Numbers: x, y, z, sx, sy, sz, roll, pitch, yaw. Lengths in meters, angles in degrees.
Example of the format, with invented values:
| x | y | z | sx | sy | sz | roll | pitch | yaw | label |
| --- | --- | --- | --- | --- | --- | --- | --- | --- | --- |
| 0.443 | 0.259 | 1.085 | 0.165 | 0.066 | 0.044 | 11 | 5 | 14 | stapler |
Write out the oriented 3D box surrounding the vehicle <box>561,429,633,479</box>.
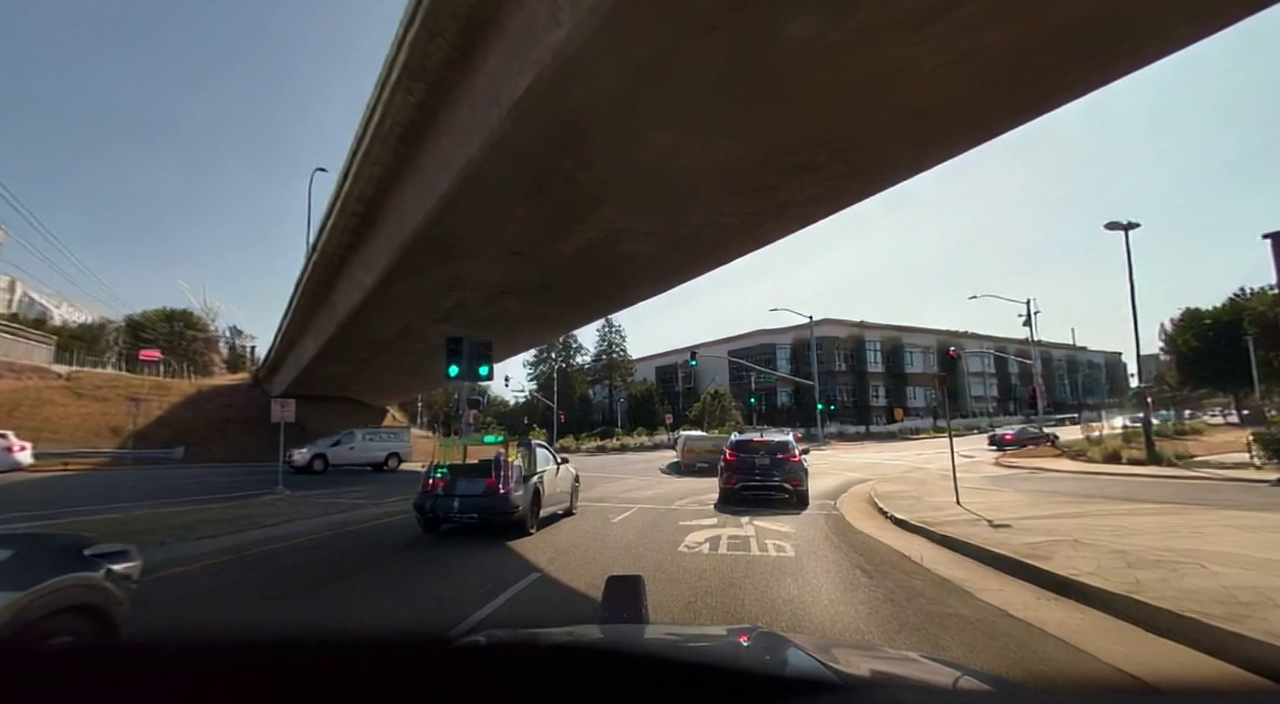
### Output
| x | y | z | sx | sy | sz | roll | pitch | yaw | label |
| --- | --- | --- | --- | --- | --- | --- | --- | --- | --- |
| -1.542 | 3.471 | 21.744 | 2.214 | 1.519 | 4.704 | 1 | -8 | -6 | vehicle |

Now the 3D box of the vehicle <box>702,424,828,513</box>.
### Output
| x | y | z | sx | sy | sz | roll | pitch | yaw | label |
| --- | --- | --- | --- | --- | --- | --- | --- | --- | --- |
| 2.487 | 2.409 | 13.543 | 2.195 | 1.571 | 4.353 | -1 | -8 | 6 | vehicle |

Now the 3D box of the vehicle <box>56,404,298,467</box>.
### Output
| x | y | z | sx | sy | sz | roll | pitch | yaw | label |
| --- | --- | --- | --- | --- | --- | --- | --- | --- | --- |
| -31.291 | 5.852 | 44.223 | 3.136 | 3.659 | 13.988 | -3 | -8 | 21 | vehicle |

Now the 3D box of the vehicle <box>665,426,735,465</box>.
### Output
| x | y | z | sx | sy | sz | roll | pitch | yaw | label |
| --- | --- | --- | --- | --- | --- | --- | --- | --- | --- |
| 2.452 | 4.022 | 27.167 | 2.332 | 1.543 | 4.730 | 0 | -8 | -3 | vehicle |

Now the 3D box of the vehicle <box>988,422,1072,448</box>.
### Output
| x | y | z | sx | sy | sz | roll | pitch | yaw | label |
| --- | --- | --- | --- | --- | --- | --- | --- | --- | --- |
| 25.008 | 5.344 | 40.442 | 4.755 | 1.623 | 2.290 | 4 | -9 | -25 | vehicle |

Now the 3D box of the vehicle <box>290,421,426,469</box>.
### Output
| x | y | z | sx | sy | sz | roll | pitch | yaw | label |
| --- | --- | --- | --- | --- | --- | --- | --- | --- | --- |
| -11.972 | 3.987 | 27.075 | 4.761 | 1.930 | 2.175 | 0 | -8 | -3 | vehicle |
